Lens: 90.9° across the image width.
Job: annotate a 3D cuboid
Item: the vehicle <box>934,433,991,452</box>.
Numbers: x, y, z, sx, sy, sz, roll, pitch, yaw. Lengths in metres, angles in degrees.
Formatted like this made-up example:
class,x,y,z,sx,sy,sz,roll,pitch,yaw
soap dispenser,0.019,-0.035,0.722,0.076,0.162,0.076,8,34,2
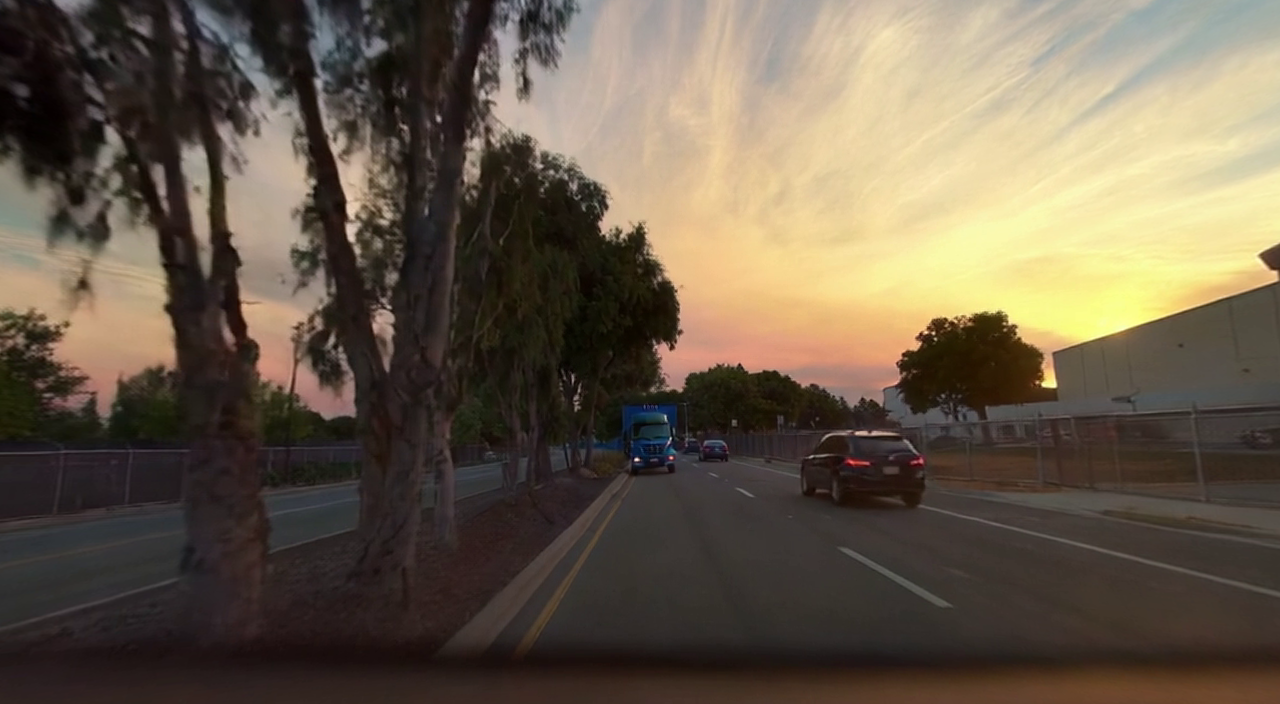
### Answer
class,x,y,z,sx,sy,sz,roll,pitch,yaw
vehicle,23.614,6.669,46.200,3.251,1.321,1.555,-1,-8,0

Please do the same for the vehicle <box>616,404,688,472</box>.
class,x,y,z,sx,sy,sz,roll,pitch,yaw
vehicle,0.643,4.343,31.662,3.197,2.963,7.055,0,-8,2

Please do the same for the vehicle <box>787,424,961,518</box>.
class,x,y,z,sx,sy,sz,roll,pitch,yaw
vehicle,4.708,2.462,13.576,2.076,1.661,4.524,0,-8,1

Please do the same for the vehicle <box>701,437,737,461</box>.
class,x,y,z,sx,sy,sz,roll,pitch,yaw
vehicle,5.729,7.103,46.257,2.151,1.662,4.543,0,-8,0

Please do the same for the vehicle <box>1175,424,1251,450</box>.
class,x,y,z,sx,sy,sz,roll,pitch,yaw
vehicle,43.801,6.528,48.370,2.050,1.801,5.143,-5,-8,15
